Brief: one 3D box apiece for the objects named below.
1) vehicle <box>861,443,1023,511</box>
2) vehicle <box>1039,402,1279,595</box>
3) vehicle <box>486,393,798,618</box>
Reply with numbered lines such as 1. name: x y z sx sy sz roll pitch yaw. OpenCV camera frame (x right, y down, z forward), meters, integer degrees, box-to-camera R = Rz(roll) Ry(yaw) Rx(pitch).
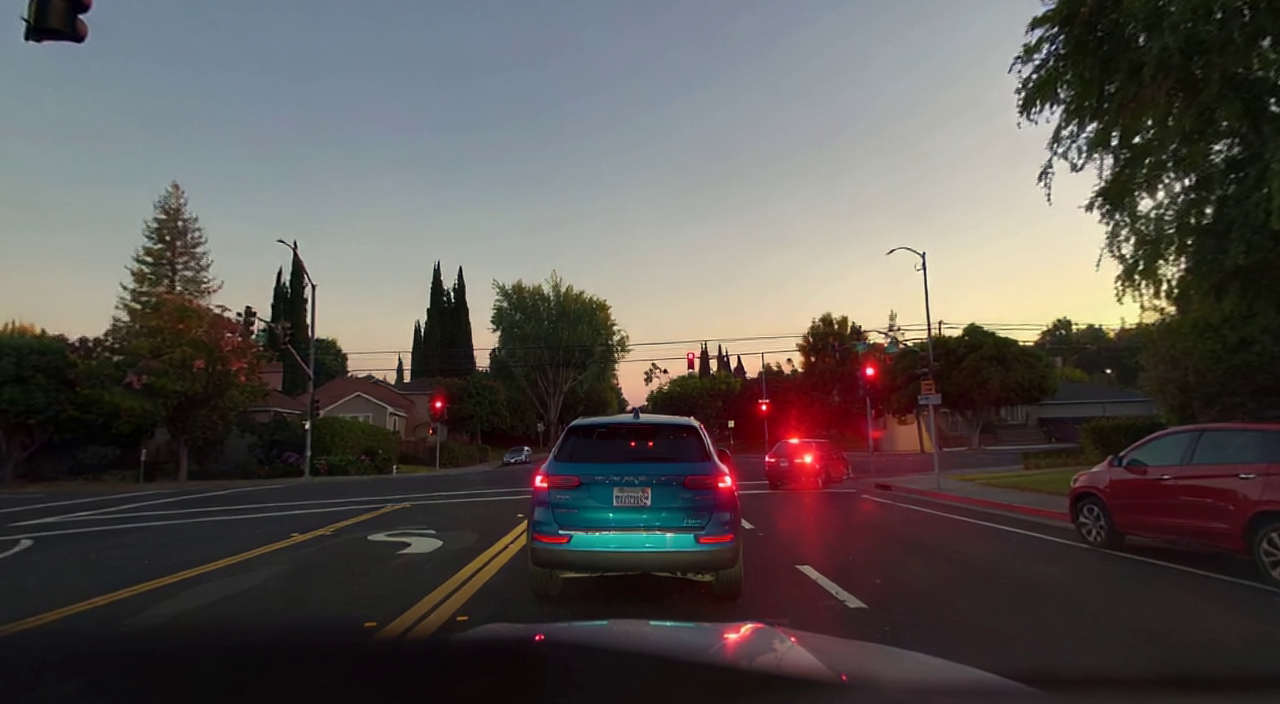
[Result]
1. vehicle: 7.281 3.013 15.824 1.860 1.436 4.479 0 -8 0
2. vehicle: 7.020 1.539 7.049 1.989 1.791 4.735 0 -8 0
3. vehicle: 0.043 1.470 6.975 2.322 1.667 4.367 0 -8 1
